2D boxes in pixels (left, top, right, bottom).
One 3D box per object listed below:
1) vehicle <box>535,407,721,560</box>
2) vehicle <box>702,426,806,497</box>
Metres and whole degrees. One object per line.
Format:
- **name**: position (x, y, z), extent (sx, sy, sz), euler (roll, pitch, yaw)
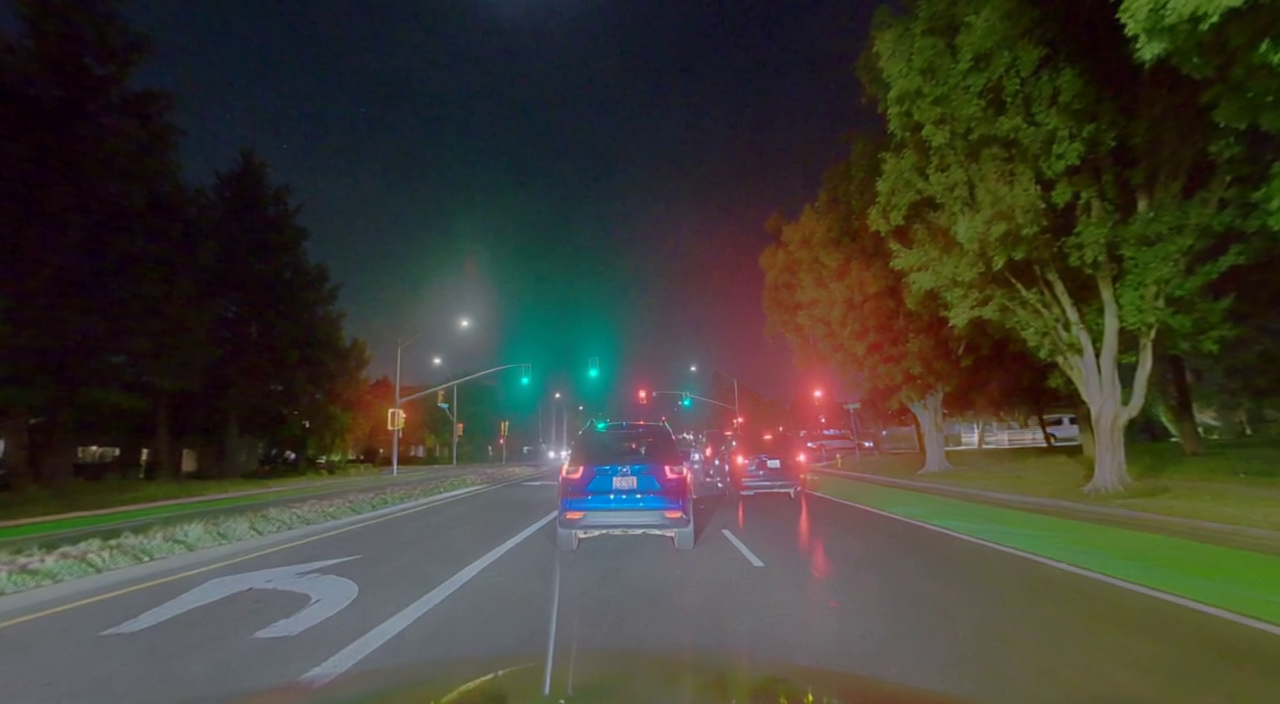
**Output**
- **vehicle**: position (-0.120, 1.801, 9.245), extent (2.109, 1.730, 3.963), euler (0, -8, 0)
- **vehicle**: position (3.173, 3.180, 18.612), extent (2.189, 1.815, 4.495), euler (0, -8, 0)
